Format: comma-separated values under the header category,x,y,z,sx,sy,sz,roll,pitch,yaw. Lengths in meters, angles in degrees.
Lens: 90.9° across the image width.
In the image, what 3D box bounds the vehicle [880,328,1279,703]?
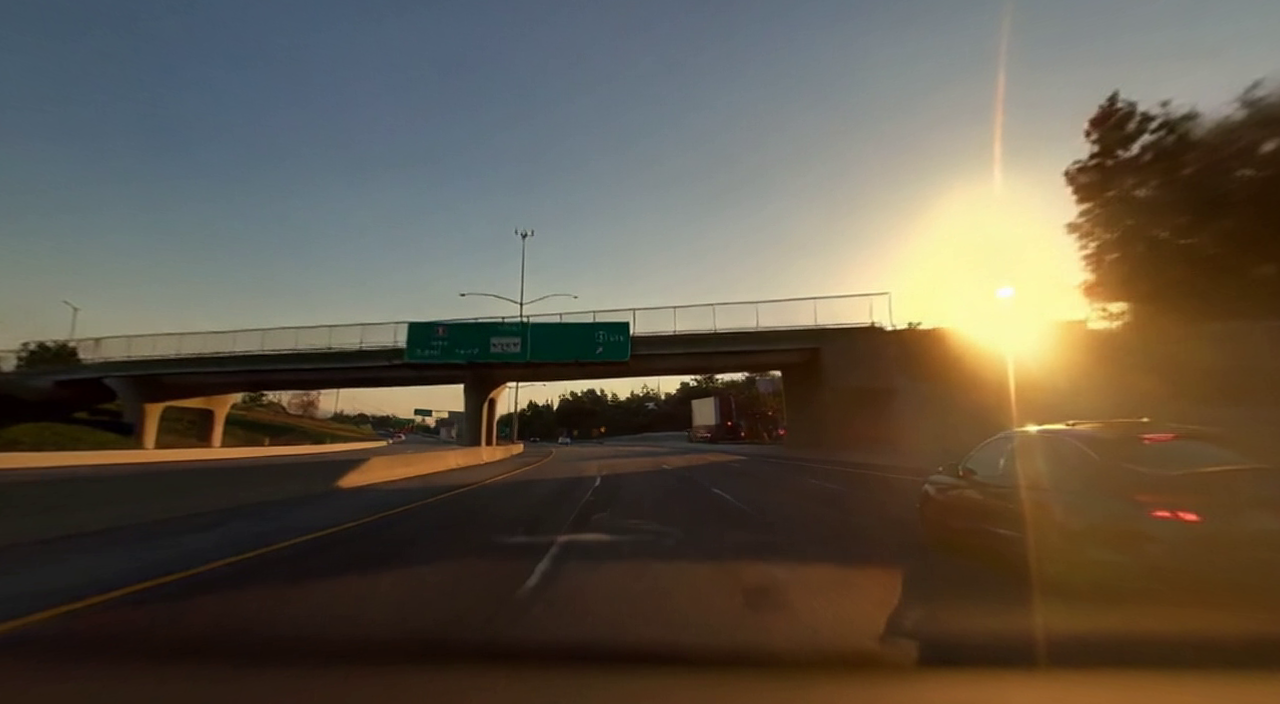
category,x,y,z,sx,sy,sz,roll,pitch,yaw
vehicle,3.897,1.081,5.031,2.039,1.701,4.834,0,-9,0
